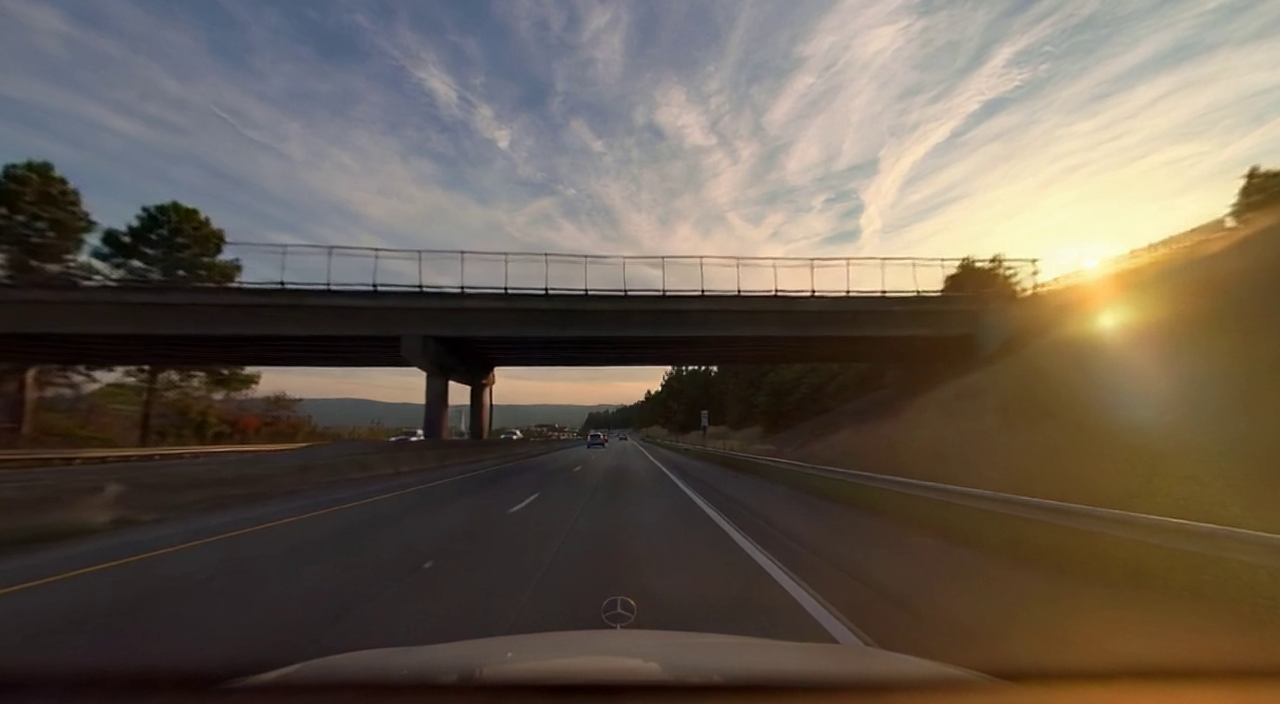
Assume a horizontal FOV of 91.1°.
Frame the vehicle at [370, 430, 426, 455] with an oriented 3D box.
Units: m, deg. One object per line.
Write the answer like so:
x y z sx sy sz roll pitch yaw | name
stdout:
-15.783 5.911 41.265 1.879 1.483 4.596 0 -8 0 | vehicle
